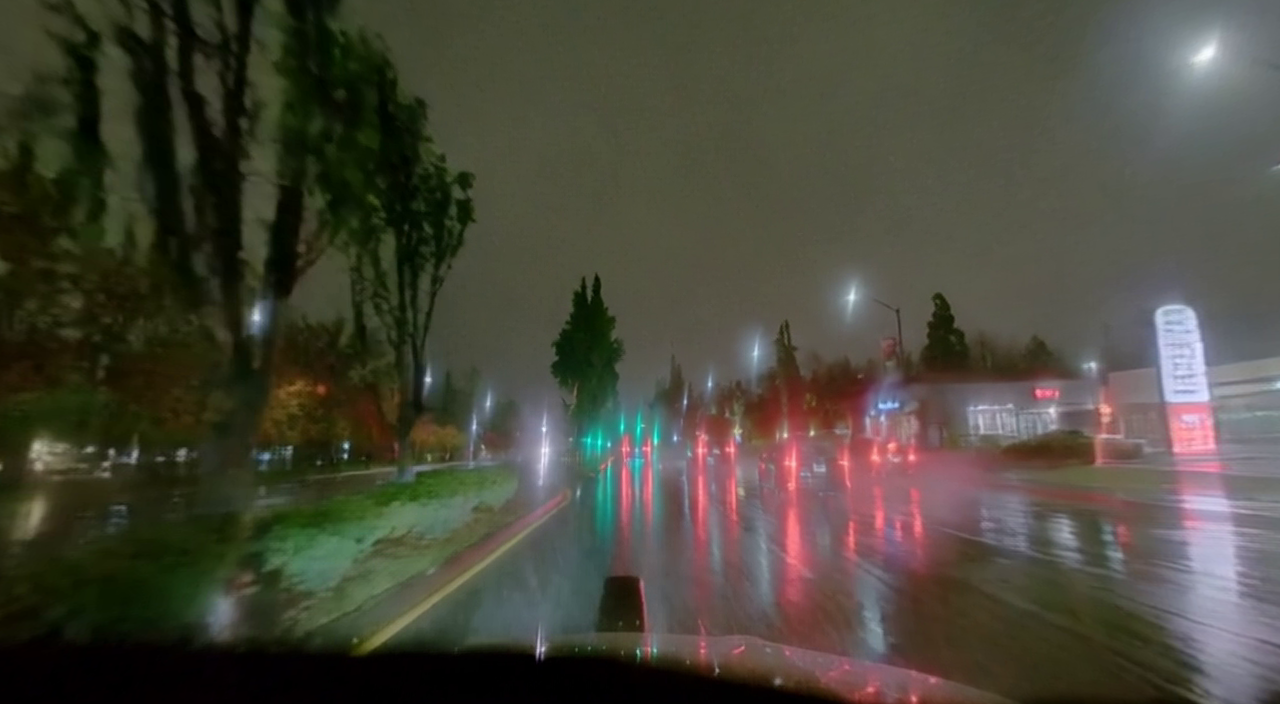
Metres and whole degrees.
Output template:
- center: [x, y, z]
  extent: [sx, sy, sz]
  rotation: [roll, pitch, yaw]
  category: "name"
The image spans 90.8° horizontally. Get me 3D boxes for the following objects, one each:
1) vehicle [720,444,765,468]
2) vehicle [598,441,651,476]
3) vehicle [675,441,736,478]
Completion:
- center: [6.505, 6.663, 40.654]
  extent: [2.068, 1.393, 3.874]
  rotation: [0, -8, -3]
  category: "vehicle"
- center: [-0.680, 4.851, 28.981]
  extent: [2.242, 1.474, 4.127]
  rotation: [0, -8, -1]
  category: "vehicle"
- center: [2.810, 4.746, 28.206]
  extent: [2.057, 1.491, 4.675]
  rotation: [0, -8, -2]
  category: "vehicle"
